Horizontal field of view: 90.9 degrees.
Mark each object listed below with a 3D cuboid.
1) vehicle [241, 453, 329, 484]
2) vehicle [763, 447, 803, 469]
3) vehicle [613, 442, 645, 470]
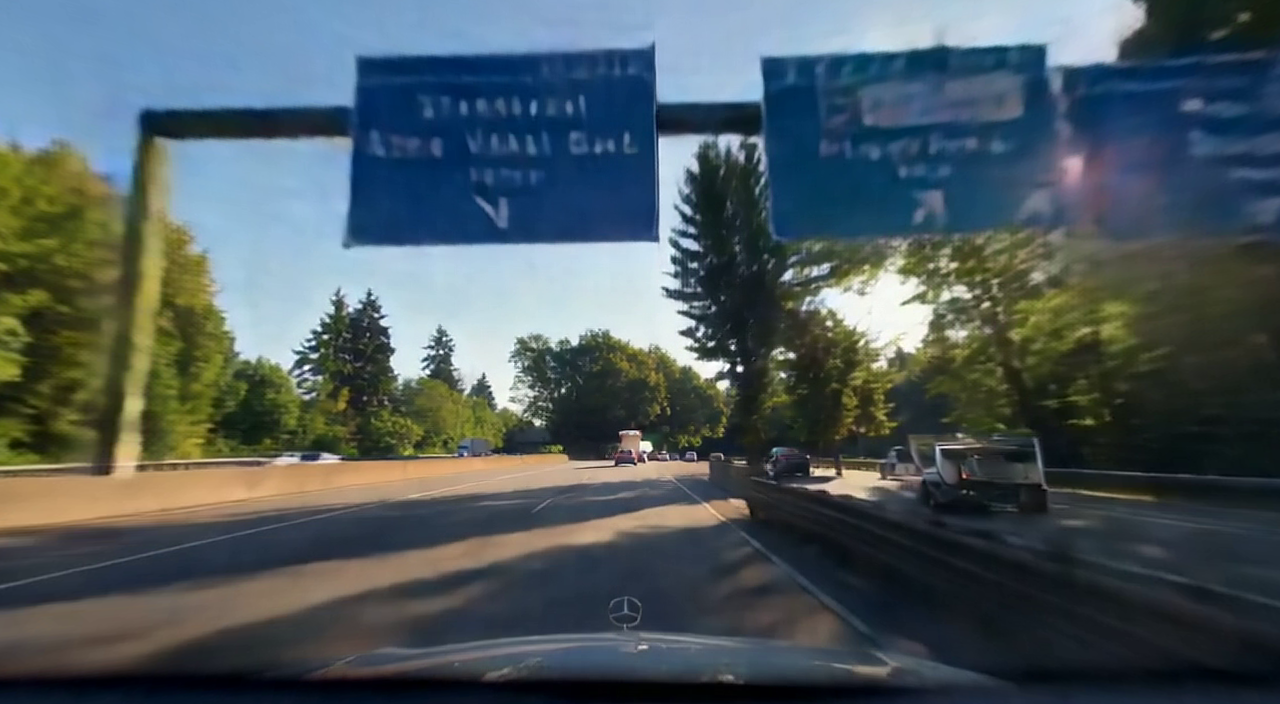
[{"bbox_3d":[-18.602,6.090,33.295,1.988,1.511,4.496,0,-9,0],"label":"vehicle"},{"bbox_3d":[10.872,8.109,48.218,1.989,1.591,4.348,0,-9,-1],"label":"vehicle"},{"bbox_3d":[-0.763,7.333,44.360,2.167,1.847,4.097,0,-9,-1],"label":"vehicle"}]
